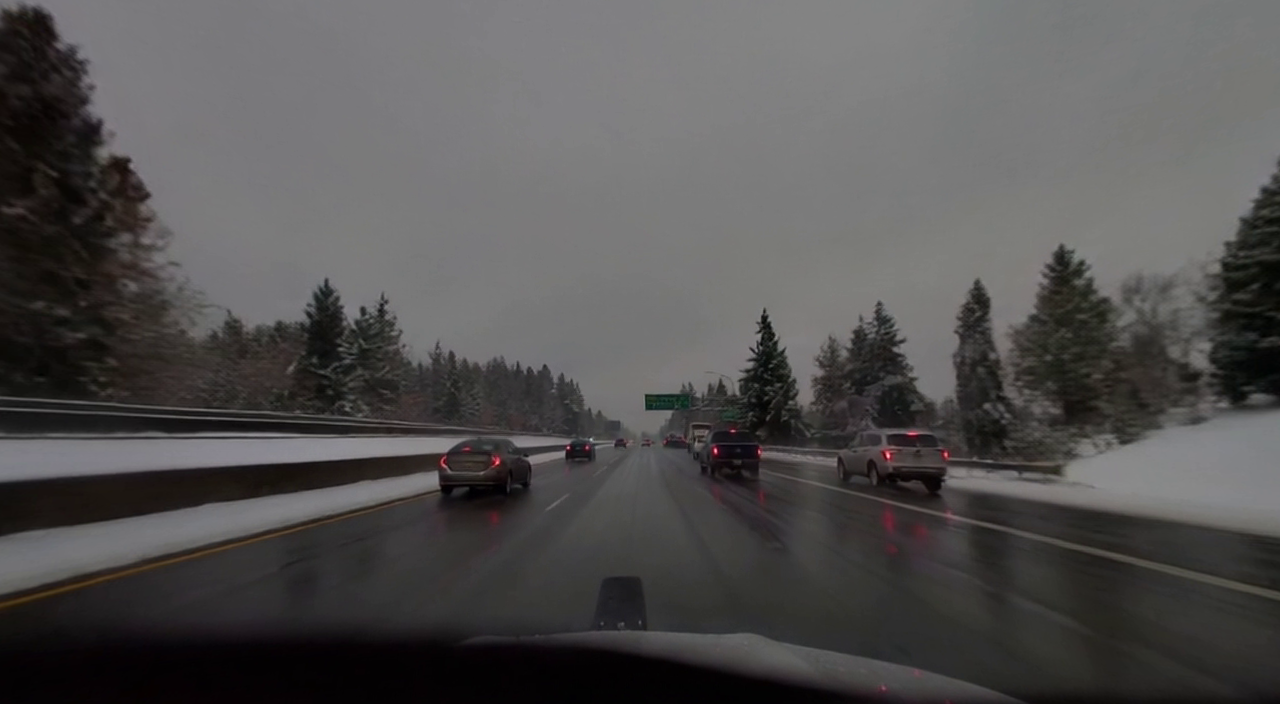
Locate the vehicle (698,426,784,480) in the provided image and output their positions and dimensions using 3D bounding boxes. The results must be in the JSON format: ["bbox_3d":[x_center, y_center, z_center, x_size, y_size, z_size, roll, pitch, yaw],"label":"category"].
[{"bbox_3d":[3.947,4.124,25.911,2.517,1.935,5.552,0,-9,-1],"label":"vehicle"}]

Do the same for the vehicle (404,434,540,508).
[{"bbox_3d":[-3.721,2.715,14.803,1.978,1.473,4.073,0,-9,1],"label":"vehicle"}]

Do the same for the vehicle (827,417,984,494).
[{"bbox_3d":[7.727,3.114,19.238,2.291,1.968,5.662,0,-9,0],"label":"vehicle"}]

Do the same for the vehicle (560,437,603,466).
[{"bbox_3d":[-3.400,5.880,37.425,2.020,1.628,4.248,0,-9,1],"label":"vehicle"}]
